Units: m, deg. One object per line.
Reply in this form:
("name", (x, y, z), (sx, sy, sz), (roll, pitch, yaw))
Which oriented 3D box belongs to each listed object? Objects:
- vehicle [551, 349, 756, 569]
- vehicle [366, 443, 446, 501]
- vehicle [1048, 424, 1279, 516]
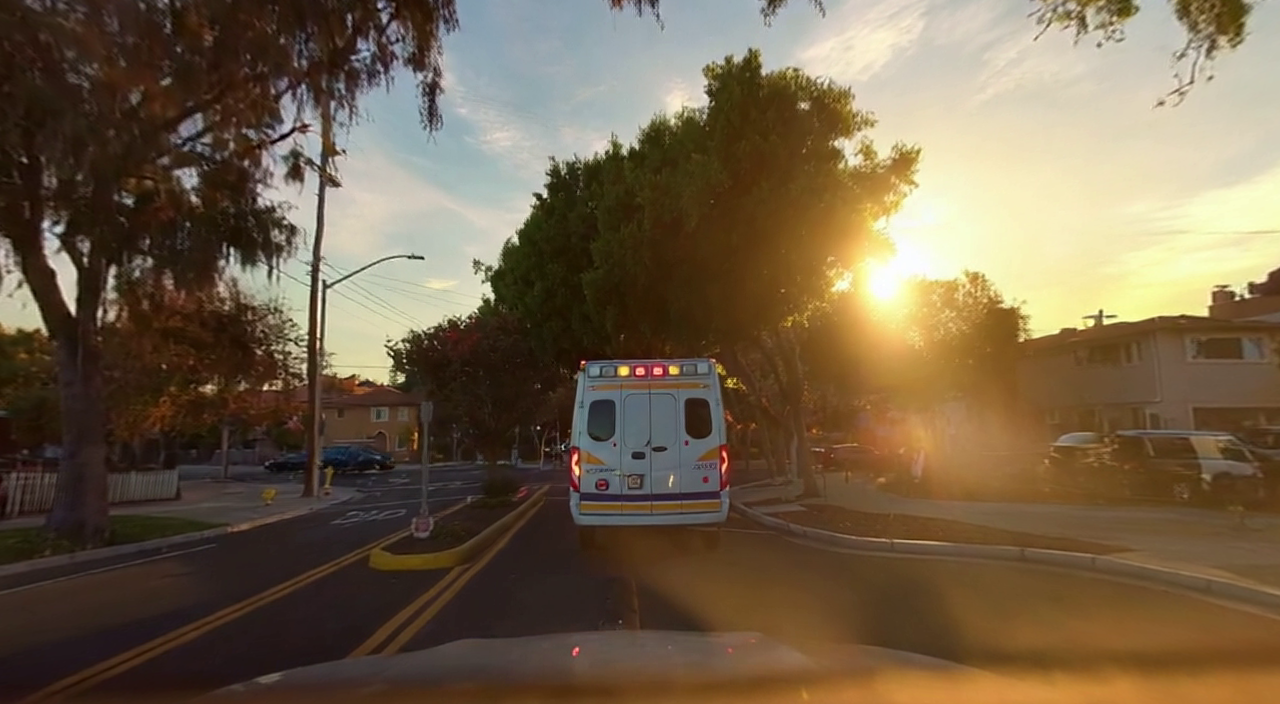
("vehicle", (0.158, 1.681, 10.440), (2.444, 2.640, 5.482), (0, -8, 0))
("vehicle", (-8.385, 4.132, 22.351), (2.290, 1.776, 4.947), (3, -9, -23))
("vehicle", (13.237, 2.766, 15.061), (5.270, 1.966, 2.329), (-2, -9, 11))
